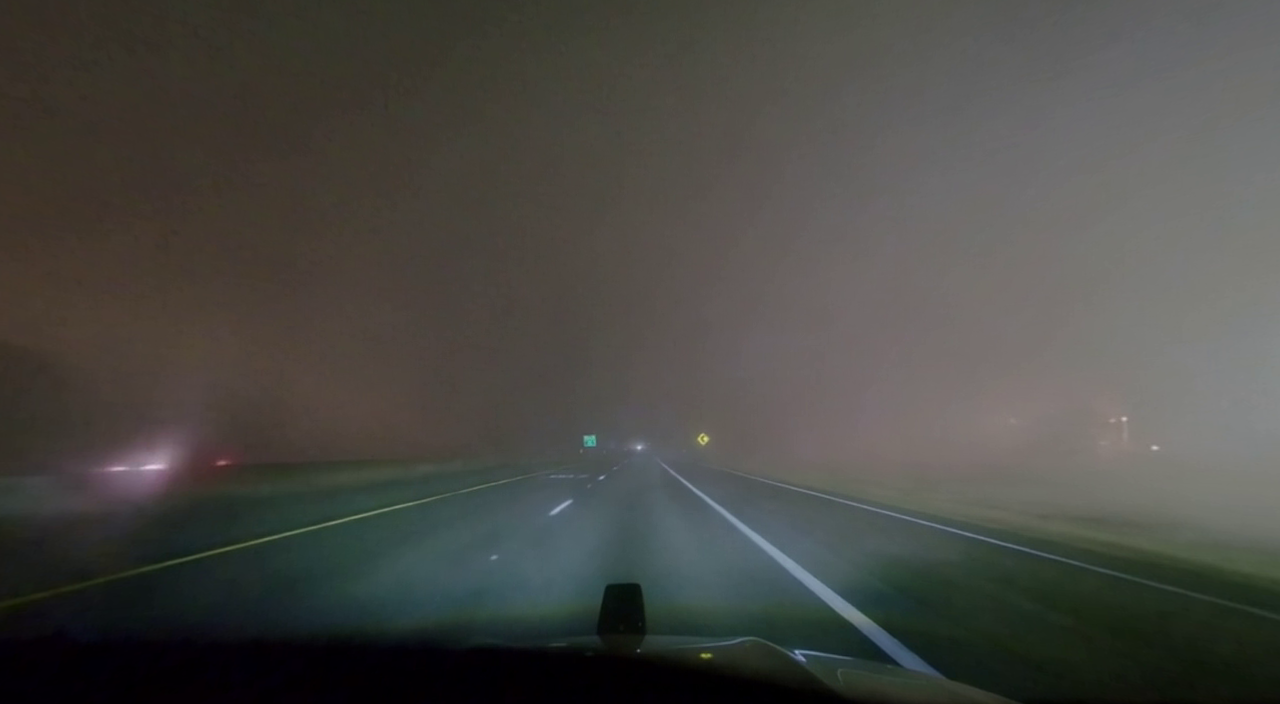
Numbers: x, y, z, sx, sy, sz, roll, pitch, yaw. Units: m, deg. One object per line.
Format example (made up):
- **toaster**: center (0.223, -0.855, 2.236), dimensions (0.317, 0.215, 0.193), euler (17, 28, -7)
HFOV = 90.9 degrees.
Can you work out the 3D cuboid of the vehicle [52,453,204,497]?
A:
- **vehicle**: center (-19.429, 4.657, 24.277), dimensions (2.002, 1.484, 4.598), euler (0, -9, 0)
